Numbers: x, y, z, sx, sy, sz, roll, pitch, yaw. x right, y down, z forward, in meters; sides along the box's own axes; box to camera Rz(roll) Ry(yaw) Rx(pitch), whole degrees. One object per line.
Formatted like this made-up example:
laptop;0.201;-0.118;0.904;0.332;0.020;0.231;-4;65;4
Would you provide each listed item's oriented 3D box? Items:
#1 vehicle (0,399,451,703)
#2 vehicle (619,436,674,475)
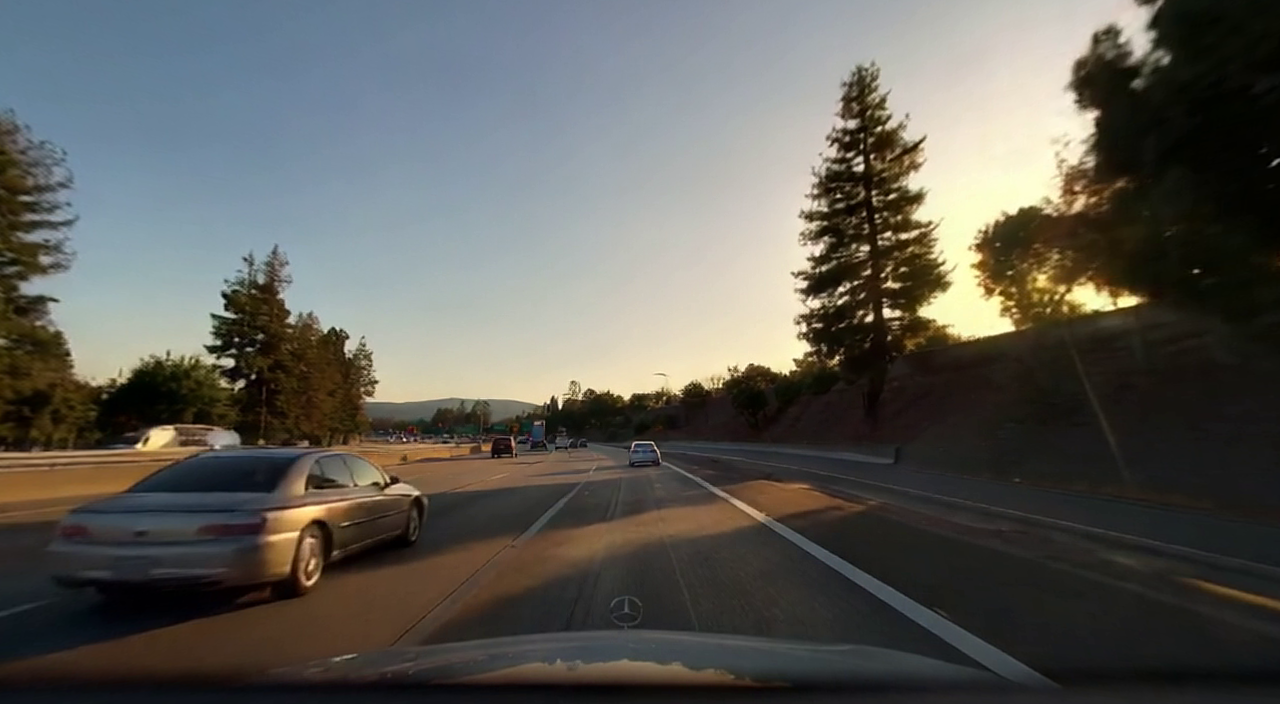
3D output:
vehicle;-3.643;1.376;5.738;2.246;1.519;4.980;0;-9;1
vehicle;0.167;4.145;25.387;2.051;1.444;3.927;0;-9;-2
